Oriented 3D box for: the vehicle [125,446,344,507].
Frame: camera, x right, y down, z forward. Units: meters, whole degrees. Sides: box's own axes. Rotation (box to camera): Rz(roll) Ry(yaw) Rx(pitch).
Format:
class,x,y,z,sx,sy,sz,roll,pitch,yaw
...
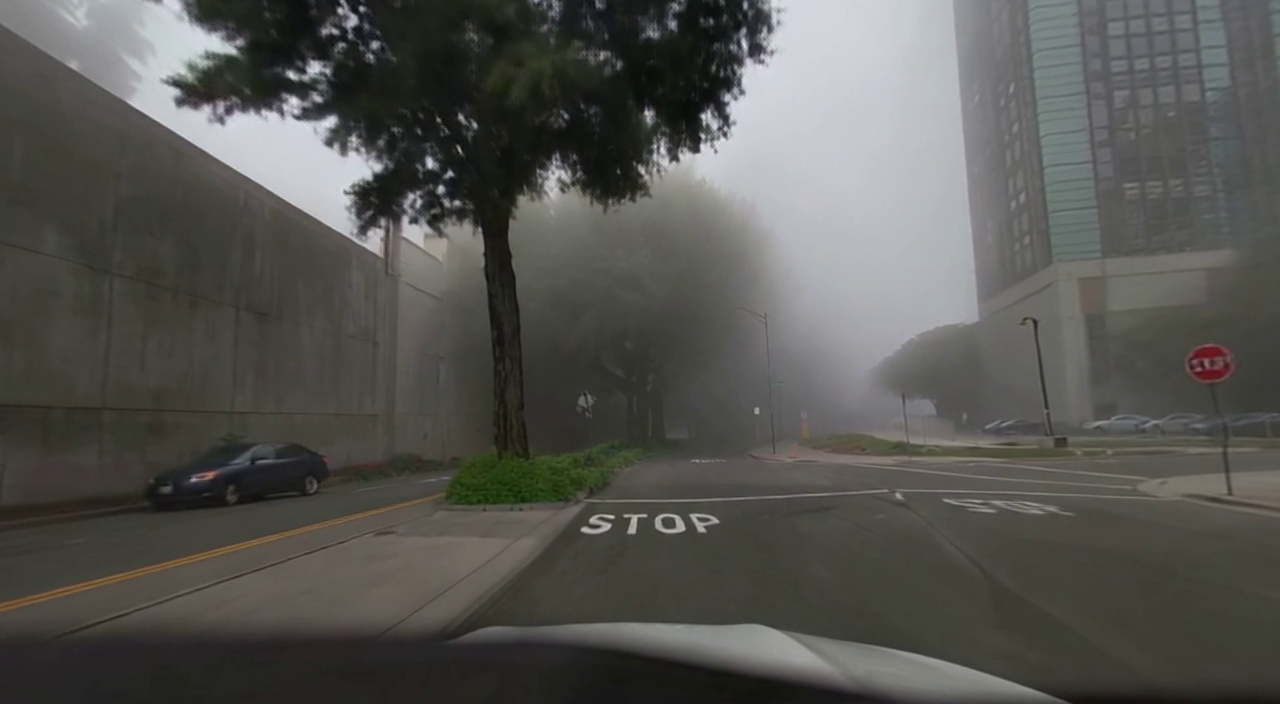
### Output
class,x,y,z,sx,sy,sz,roll,pitch,yaw
vehicle,-10.880,3.311,17.350,4.694,1.447,2.137,5,-10,-30
